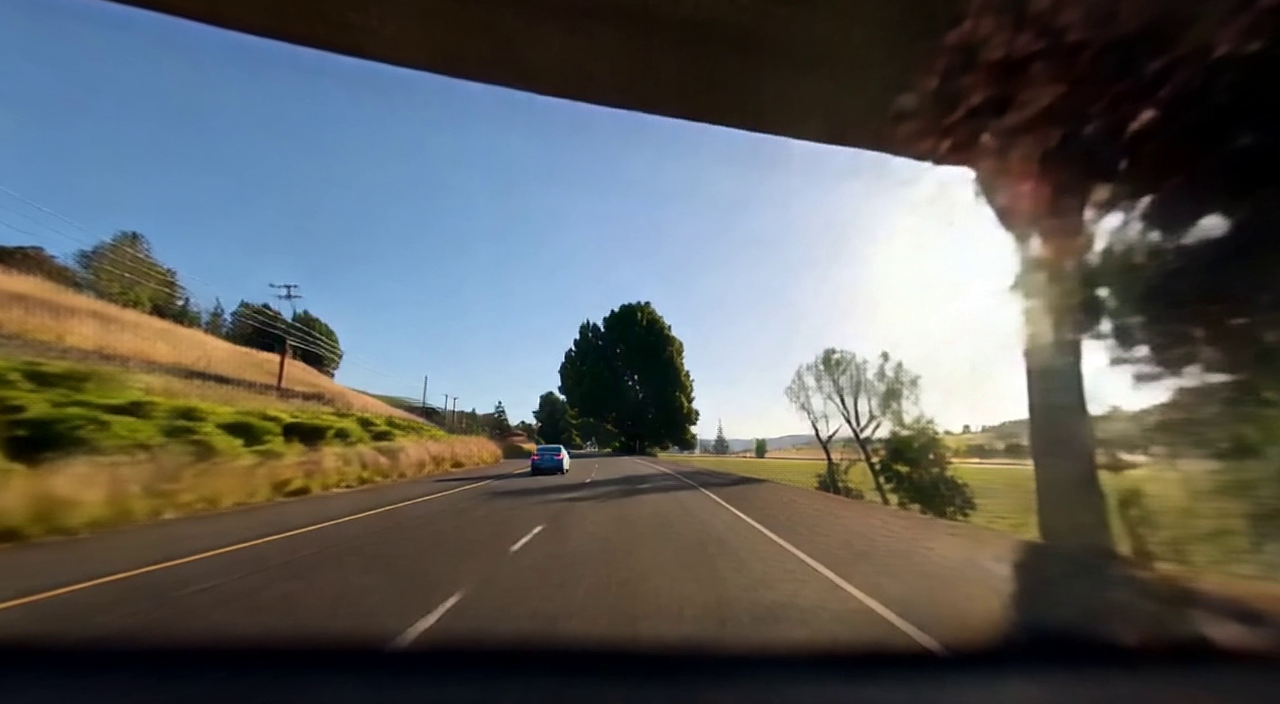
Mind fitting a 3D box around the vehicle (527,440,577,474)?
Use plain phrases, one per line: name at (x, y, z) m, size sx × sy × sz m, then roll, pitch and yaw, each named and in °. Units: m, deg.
vehicle at (-4.167, 5.048, 30.507) m, size 1.968 × 1.503 × 4.443 m, roll 0°, pitch -8°, yaw -2°
